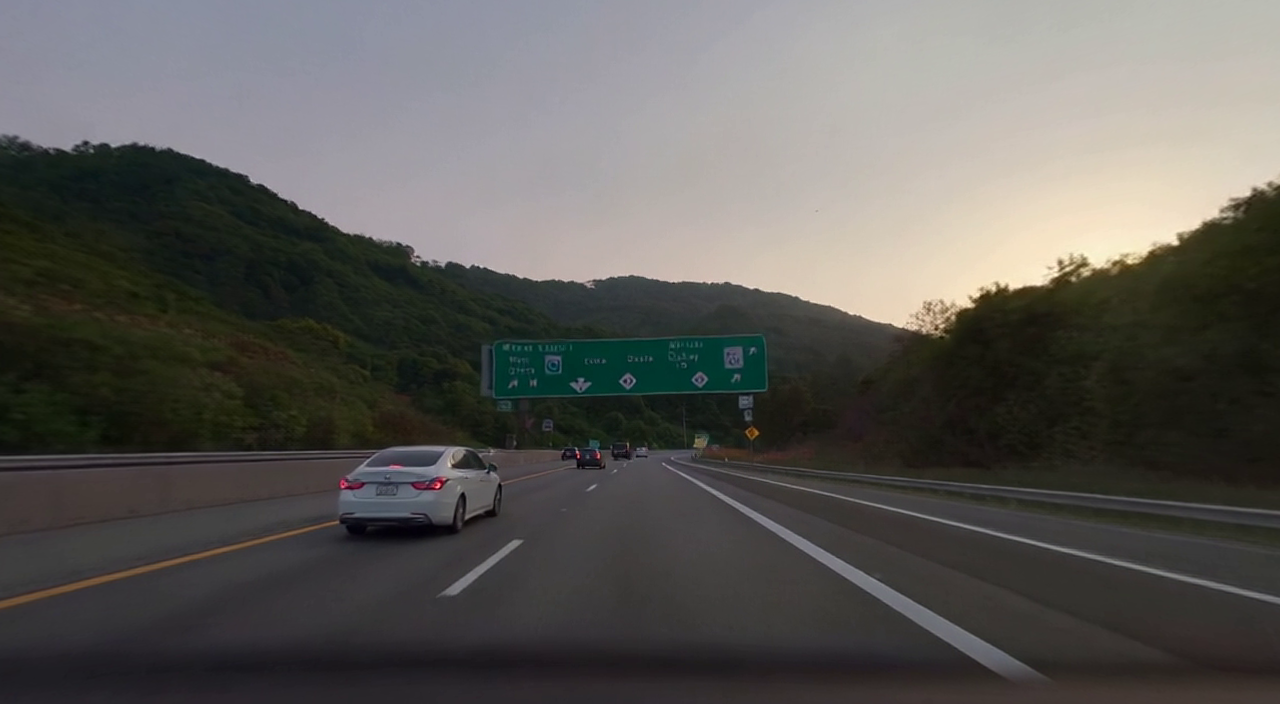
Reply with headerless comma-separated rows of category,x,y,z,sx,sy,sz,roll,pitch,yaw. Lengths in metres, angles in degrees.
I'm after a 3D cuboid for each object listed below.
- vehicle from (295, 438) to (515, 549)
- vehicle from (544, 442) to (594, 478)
vehicle,-3.572,2.233,10.691,1.988,1.440,4.504,0,-9,0
vehicle,-3.638,5.608,32.966,2.073,1.694,4.162,0,-9,1
